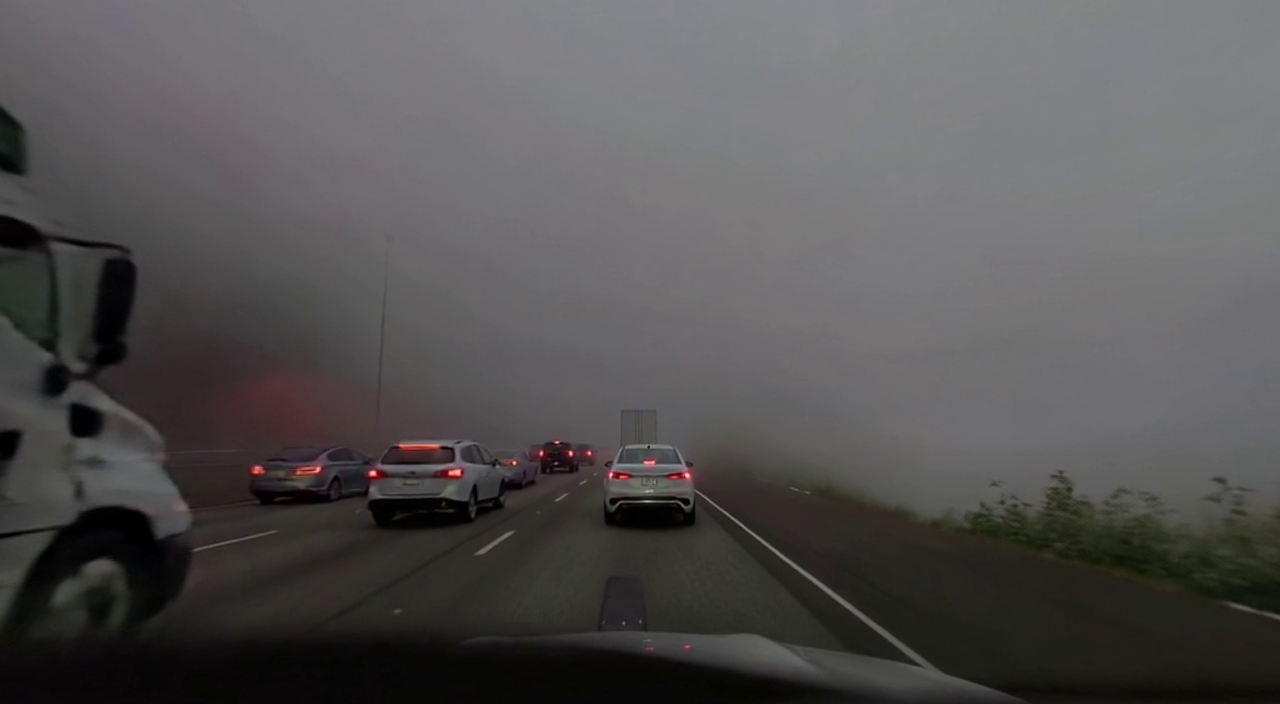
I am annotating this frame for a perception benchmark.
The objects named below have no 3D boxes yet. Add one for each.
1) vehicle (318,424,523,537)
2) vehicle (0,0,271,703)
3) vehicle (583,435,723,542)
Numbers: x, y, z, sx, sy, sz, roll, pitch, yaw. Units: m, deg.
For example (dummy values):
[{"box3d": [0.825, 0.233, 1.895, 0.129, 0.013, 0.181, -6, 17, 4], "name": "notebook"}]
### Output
[{"box3d": [-3.638, 2.230, 11.505, 2.165, 1.638, 4.317, 0, -9, 0], "name": "vehicle"}, {"box3d": [-3.884, -0.285, 0.119, 2.832, 3.293, 7.782, 0, -9, 0], "name": "vehicle"}, {"box3d": [0.163, 2.213, 10.733, 1.995, 1.495, 3.380, 0, -9, -1], "name": "vehicle"}]
